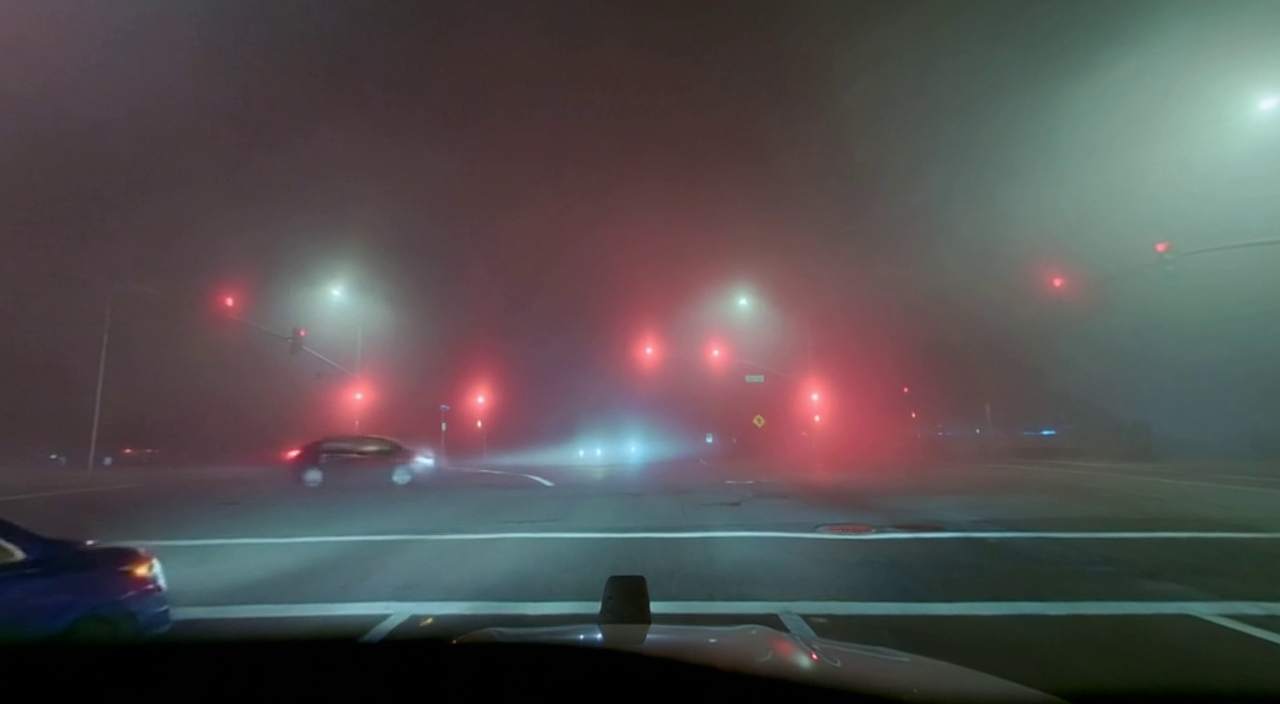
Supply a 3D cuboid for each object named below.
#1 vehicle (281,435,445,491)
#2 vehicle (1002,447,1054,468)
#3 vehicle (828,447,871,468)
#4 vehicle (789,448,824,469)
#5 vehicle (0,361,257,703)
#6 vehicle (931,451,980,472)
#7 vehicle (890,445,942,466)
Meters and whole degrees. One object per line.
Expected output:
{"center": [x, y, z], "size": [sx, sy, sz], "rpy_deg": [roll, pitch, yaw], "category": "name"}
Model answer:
{"center": [-7.918, 3.199, 18.300], "size": [3.894, 1.490, 1.810], "rpy_deg": [-1, -8, 2], "category": "vehicle"}
{"center": [28.447, 7.729, 46.284], "size": [1.662, 1.440, 3.583], "rpy_deg": [-1, -8, 3], "category": "vehicle"}
{"center": [15.546, 7.854, 47.051], "size": [1.714, 1.458, 4.206], "rpy_deg": [0, -8, 0], "category": "vehicle"}
{"center": [12.533, 7.976, 47.522], "size": [1.647, 1.386, 3.725], "rpy_deg": [-2, -8, 1], "category": "vehicle"}
{"center": [-3.053, 0.706, 1.149], "size": [2.055, 1.573, 4.065], "rpy_deg": [-1, -8, 2], "category": "vehicle"}
{"center": [23.001, 7.986, 46.055], "size": [1.633, 1.324, 3.449], "rpy_deg": [-1, -8, -3], "category": "vehicle"}
{"center": [20.550, 7.690, 47.115], "size": [1.815, 1.515, 4.552], "rpy_deg": [0, -8, 0], "category": "vehicle"}
